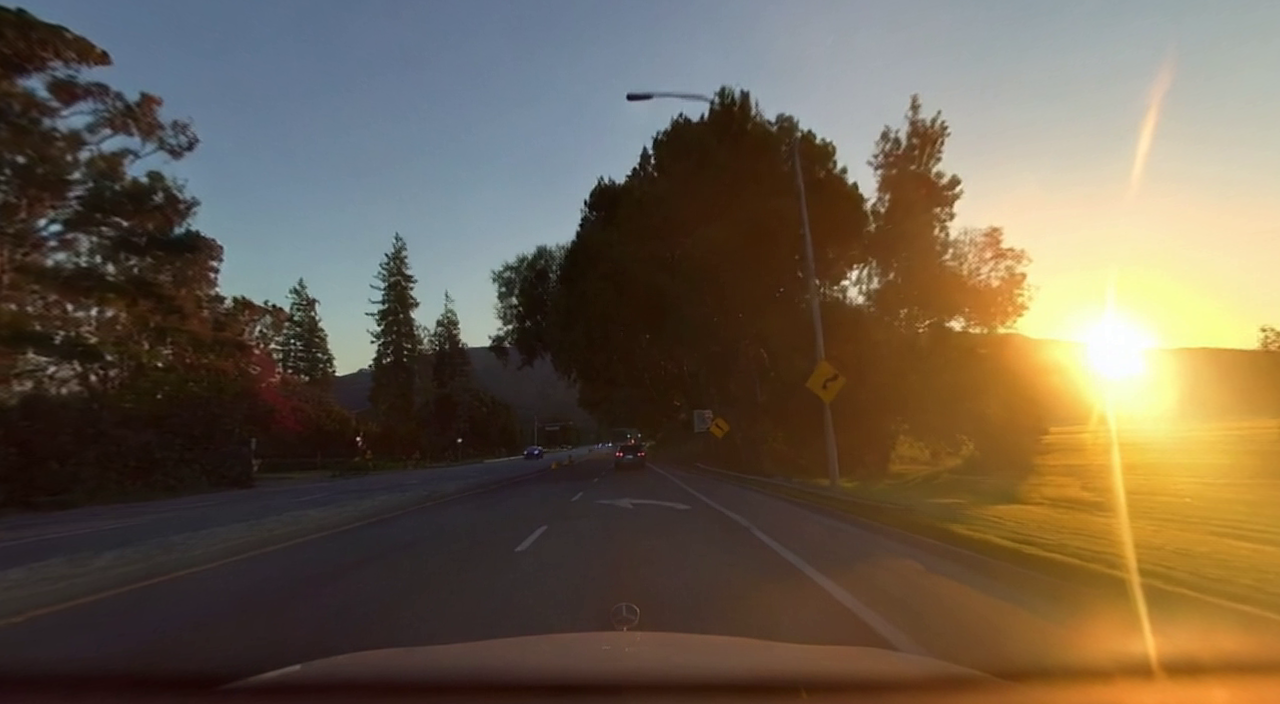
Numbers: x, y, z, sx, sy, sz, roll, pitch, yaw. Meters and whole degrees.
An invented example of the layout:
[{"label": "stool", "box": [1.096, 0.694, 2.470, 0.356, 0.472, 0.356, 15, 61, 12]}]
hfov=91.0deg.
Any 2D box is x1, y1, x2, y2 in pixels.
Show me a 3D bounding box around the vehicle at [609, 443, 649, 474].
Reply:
[{"label": "vehicle", "box": [-0.584, 5.502, 32.741, 1.954, 1.469, 3.465, 0, -8, -1]}]
